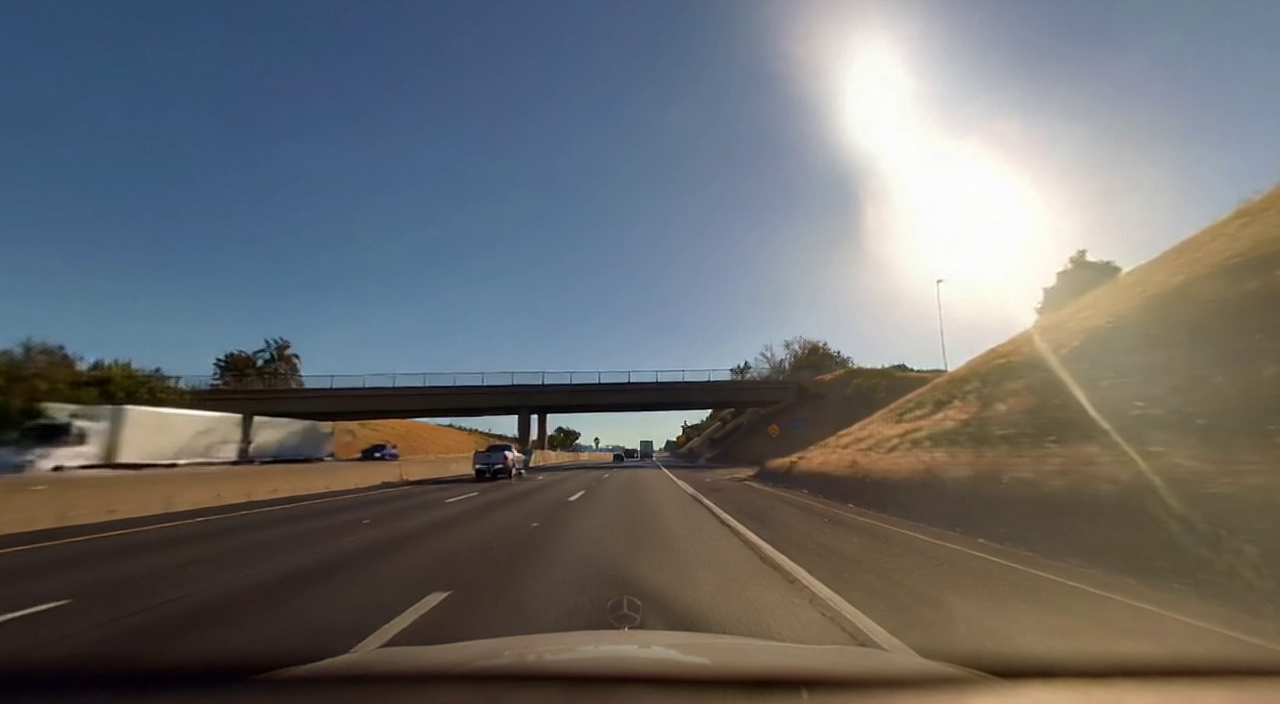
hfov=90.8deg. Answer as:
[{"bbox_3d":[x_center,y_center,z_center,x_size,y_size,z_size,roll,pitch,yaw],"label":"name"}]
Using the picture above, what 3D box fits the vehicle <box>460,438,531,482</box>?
[{"bbox_3d":[-6.915,5.237,30.812,2.232,1.947,5.180,0,-9,0],"label":"vehicle"}]
